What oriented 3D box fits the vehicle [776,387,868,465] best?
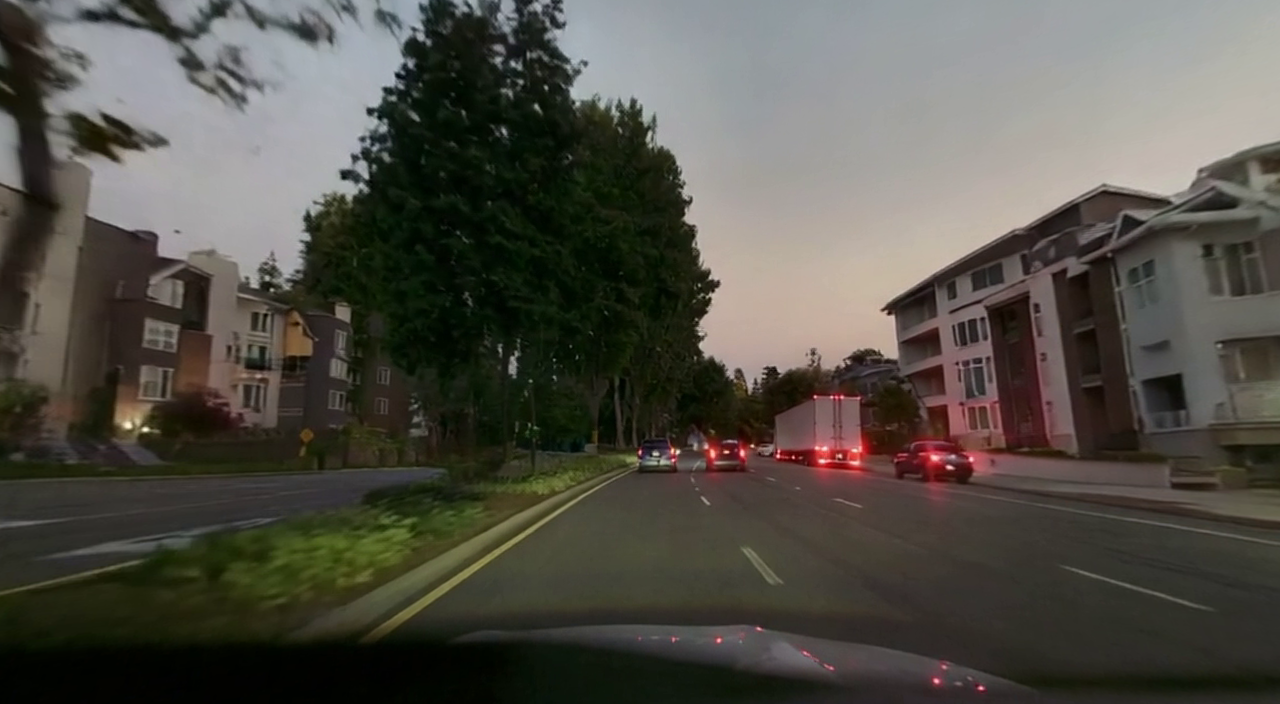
[{"bbox_3d":[12.172,5.509,44.480,2.854,4.374,17.734,-1,-9,5],"label":"vehicle"}]

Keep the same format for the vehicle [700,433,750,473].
[{"bbox_3d":[4.148,4.996,31.473,2.033,1.823,4.409,0,-9,2],"label":"vehicle"}]

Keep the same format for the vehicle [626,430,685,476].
[{"bbox_3d":[0.735,4.458,27.992,2.345,1.841,5.032,0,-9,3],"label":"vehicle"}]

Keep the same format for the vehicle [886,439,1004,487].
[{"bbox_3d":[10.576,3.873,22.401,1.901,1.496,4.948,0,-9,3],"label":"vehicle"}]
